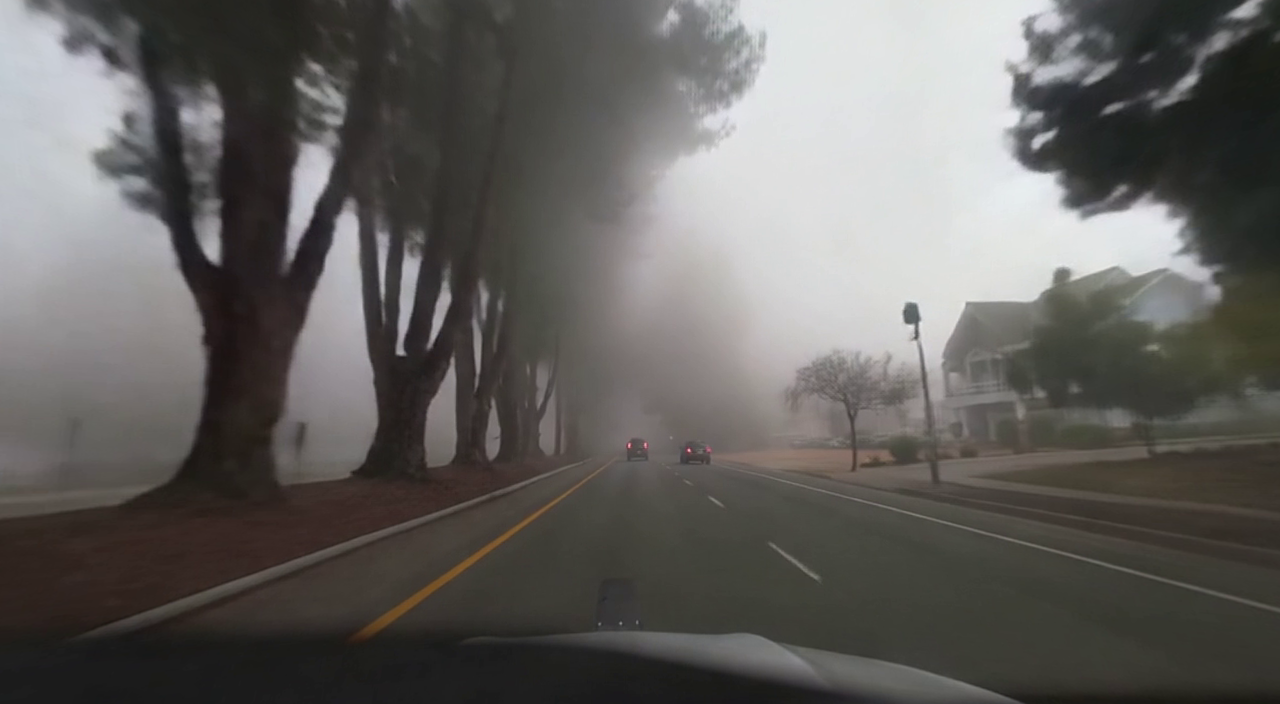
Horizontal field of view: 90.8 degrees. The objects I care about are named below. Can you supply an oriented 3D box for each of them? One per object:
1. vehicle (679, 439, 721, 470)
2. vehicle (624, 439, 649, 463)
[{"bbox_3d":[3.391,5.873,36.451,1.888,1.640,4.044,0,-9,-2],"label":"vehicle"},{"bbox_3d":[-0.295,7.760,49.736,1.925,1.799,4.257,0,-8,-1],"label":"vehicle"}]
